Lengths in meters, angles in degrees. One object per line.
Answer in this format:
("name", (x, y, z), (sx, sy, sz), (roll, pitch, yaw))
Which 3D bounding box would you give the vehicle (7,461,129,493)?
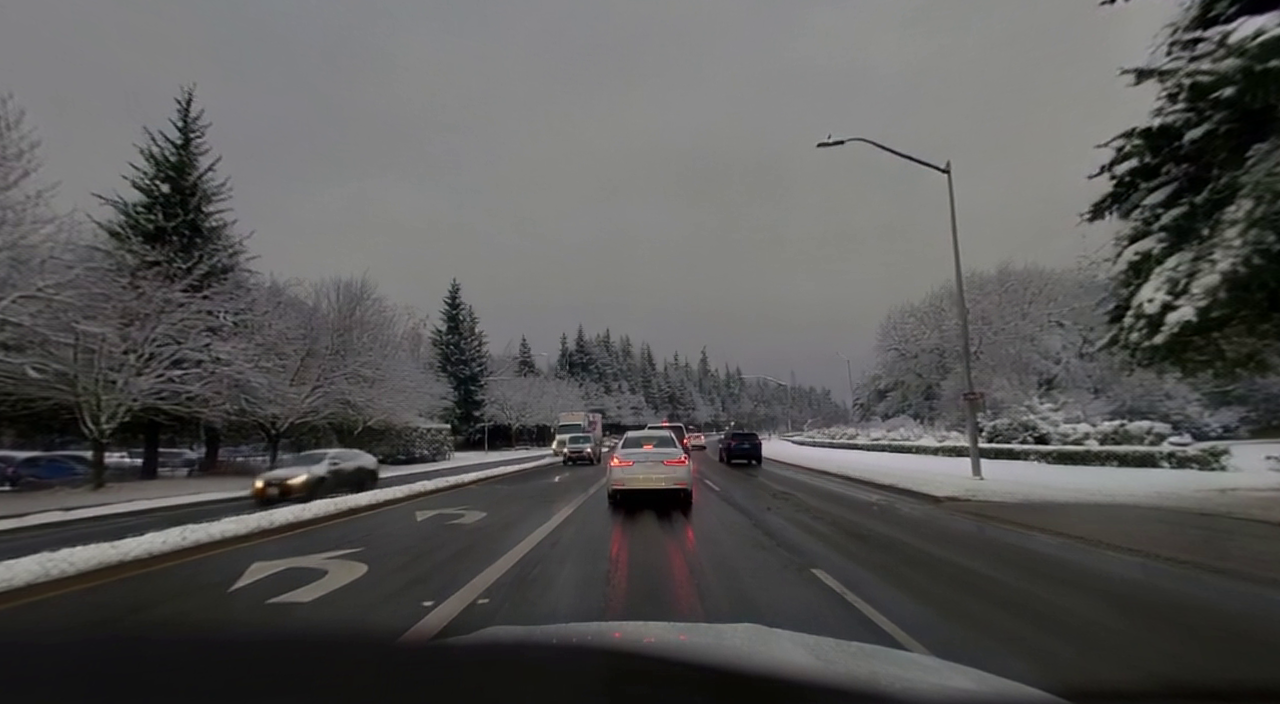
("vehicle", (-27.895, 6.096, 30.840), (4.391, 1.442, 1.763), (-1, -8, 4))

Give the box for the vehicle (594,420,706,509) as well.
("vehicle", (0.224, 2.487, 14.371), (2.154, 1.710, 4.128), (-1, -8, 1))

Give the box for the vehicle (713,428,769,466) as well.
("vehicle", (5.060, 4.853, 32.218), (2.155, 1.786, 4.459), (-1, -8, 1))

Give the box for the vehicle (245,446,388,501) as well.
("vehicle", (-9.760, 3.661, 19.528), (1.909, 1.471, 4.502), (-1, -8, 2))

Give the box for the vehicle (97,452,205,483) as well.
("vehicle", (-27.808, 6.550, 35.940), (4.743, 1.671, 1.842), (-1, -8, 4))

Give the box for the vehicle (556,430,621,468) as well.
("vehicle", (-2.550, 4.987, 32.490), (2.057, 1.786, 4.725), (-2, -8, 11))
